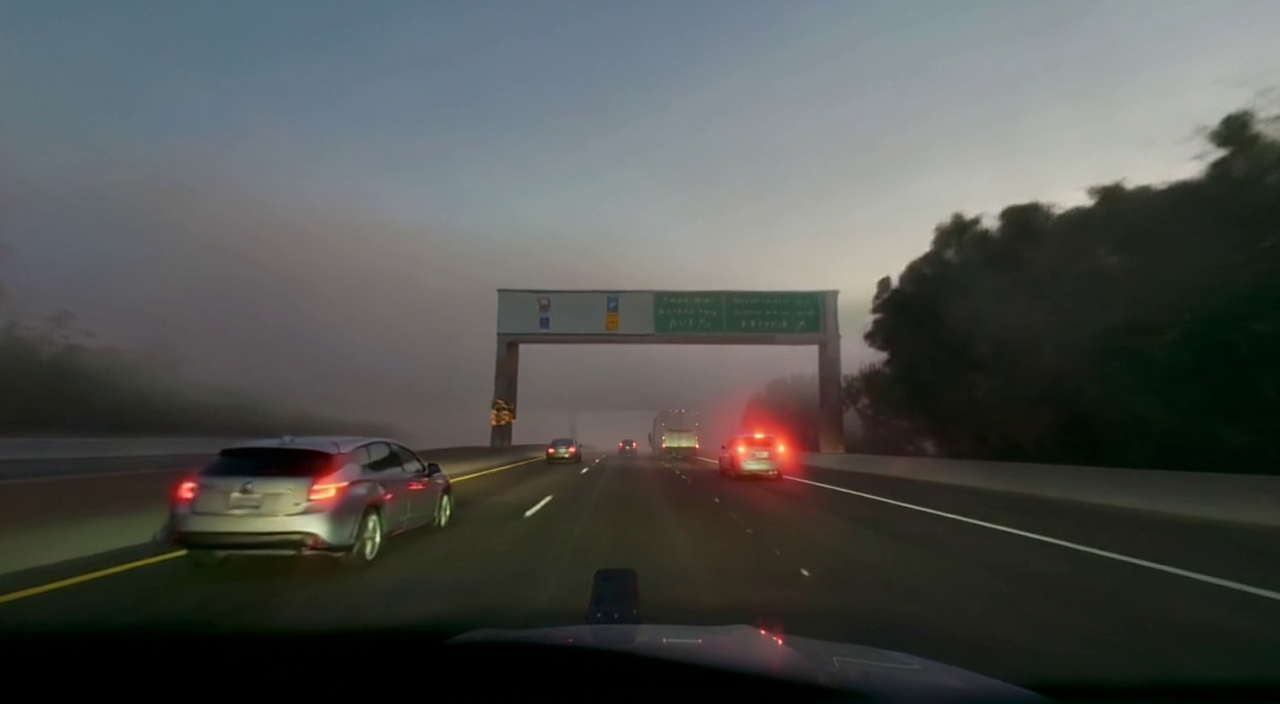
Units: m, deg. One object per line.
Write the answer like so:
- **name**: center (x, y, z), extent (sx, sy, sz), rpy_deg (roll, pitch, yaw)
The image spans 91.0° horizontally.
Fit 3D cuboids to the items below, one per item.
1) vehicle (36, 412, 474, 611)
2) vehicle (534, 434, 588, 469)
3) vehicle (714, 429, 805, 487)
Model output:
- **vehicle**: center (-3.540, 1.542, 7.121), extent (2.122, 1.486, 4.532), rpy_deg (0, -8, -1)
- **vehicle**: center (-3.615, 4.664, 29.727), extent (2.064, 1.479, 4.370), rpy_deg (0, -8, -1)
- **vehicle**: center (3.672, 3.324, 20.083), extent (2.001, 1.625, 4.088), rpy_deg (0, -8, -1)
